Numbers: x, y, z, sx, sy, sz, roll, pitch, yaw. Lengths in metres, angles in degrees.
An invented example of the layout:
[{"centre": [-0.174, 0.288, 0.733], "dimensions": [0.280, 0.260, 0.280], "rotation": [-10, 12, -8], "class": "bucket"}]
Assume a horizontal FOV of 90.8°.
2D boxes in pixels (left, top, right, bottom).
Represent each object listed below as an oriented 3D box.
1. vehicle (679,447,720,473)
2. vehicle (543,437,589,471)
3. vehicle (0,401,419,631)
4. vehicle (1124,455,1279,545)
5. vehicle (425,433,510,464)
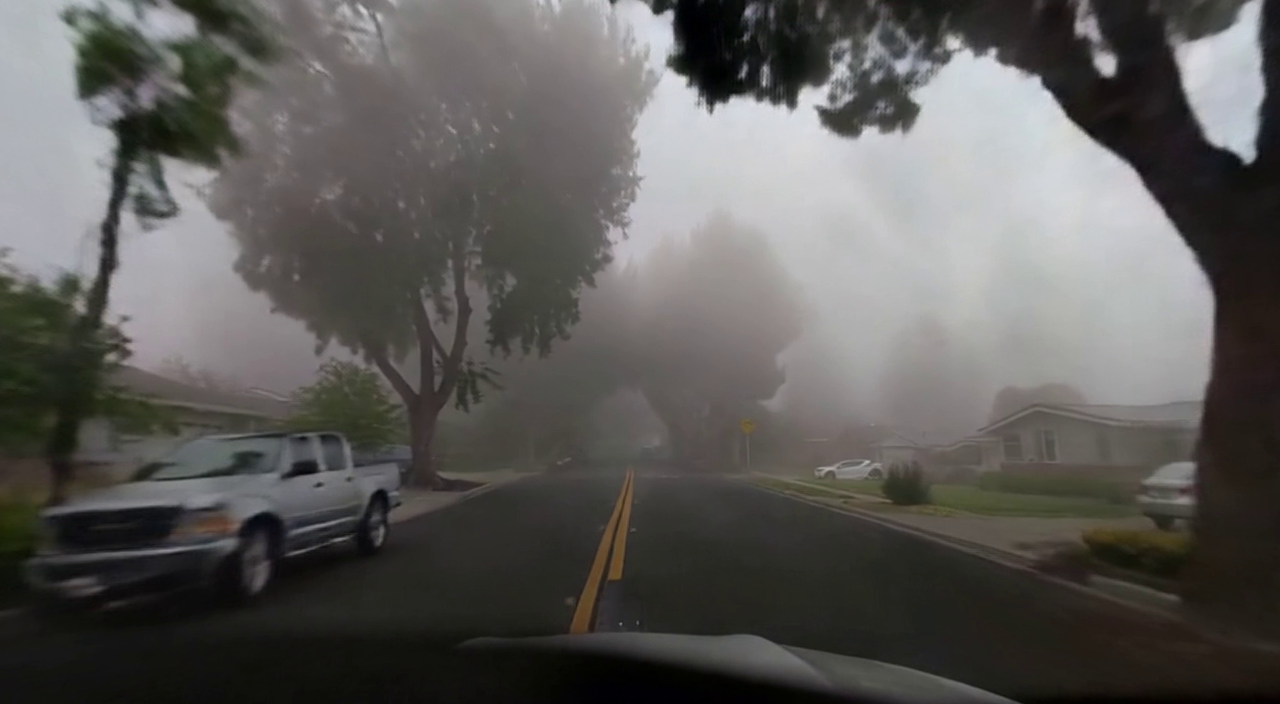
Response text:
[{"centre": [3.783, 6.919, 40.848], "dimensions": [2.047, 1.532, 4.350], "rotation": [0, -8, -2], "class": "vehicle"}, {"centre": [-4.562, 6.472, 39.725], "dimensions": [2.155, 1.907, 5.100], "rotation": [-3, -11, 1], "class": "vehicle"}, {"centre": [-4.508, 1.680, 7.525], "dimensions": [2.093, 1.810, 4.555], "rotation": [-2, -8, 1], "class": "vehicle"}, {"centre": [12.192, 2.953, 13.221], "dimensions": [4.242, 1.503, 1.922], "rotation": [6, -10, -34], "class": "vehicle"}, {"centre": [-11.937, 6.717, 43.982], "dimensions": [5.234, 2.076, 2.197], "rotation": [0, -8, 2], "class": "vehicle"}]
